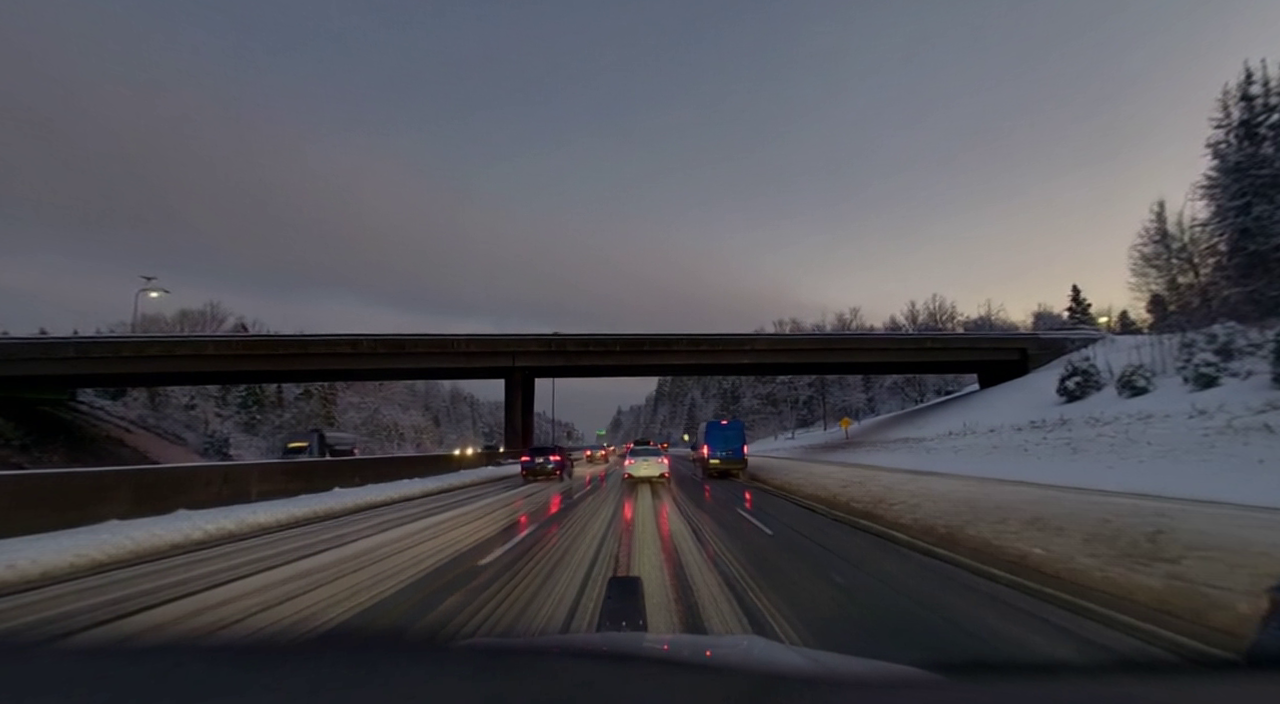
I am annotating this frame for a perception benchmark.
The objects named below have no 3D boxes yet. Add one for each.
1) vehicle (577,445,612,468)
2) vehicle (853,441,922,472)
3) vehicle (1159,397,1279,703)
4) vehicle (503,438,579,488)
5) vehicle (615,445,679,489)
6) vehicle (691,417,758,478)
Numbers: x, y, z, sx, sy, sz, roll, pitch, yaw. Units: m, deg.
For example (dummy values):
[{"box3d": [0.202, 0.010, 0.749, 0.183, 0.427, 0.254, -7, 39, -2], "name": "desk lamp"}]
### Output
[{"box3d": [-3.407, 7.878, 47.889, 2.258, 1.655, 4.397, 0, -8, 1], "name": "vehicle"}, {"box3d": [15.781, 6.667, 40.539, 2.189, 1.869, 5.080, 0, -8, -2], "name": "vehicle"}, {"box3d": [3.934, 0.745, 1.230, 2.085, 1.558, 4.466, -1, -8, 1], "name": "vehicle"}, {"box3d": [-3.614, 4.135, 23.805, 2.078, 1.706, 4.298, -1, -8, 1], "name": "vehicle"}, {"box3d": [0.241, 4.173, 23.274, 2.174, 1.467, 4.005, 0, -8, 0], "name": "vehicle"}, {"box3d": [4.124, 4.835, 32.057, 2.436, 2.745, 6.607, 0, -8, 0], "name": "vehicle"}]
